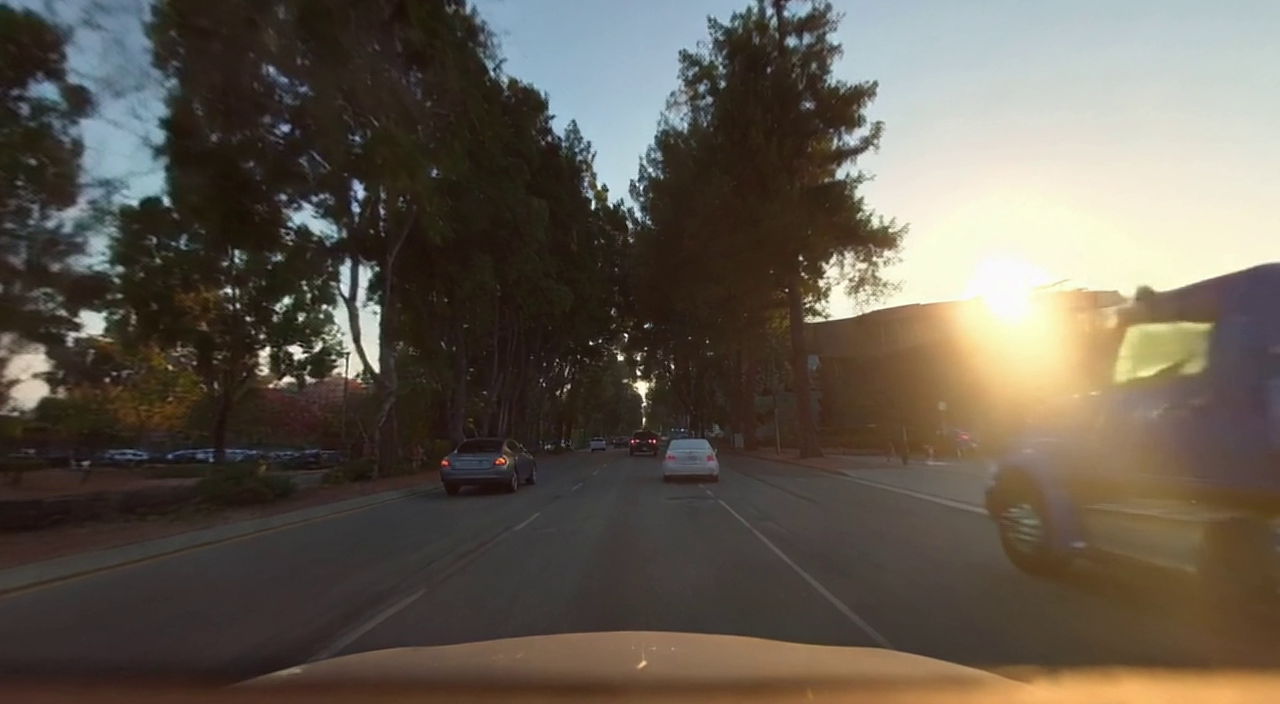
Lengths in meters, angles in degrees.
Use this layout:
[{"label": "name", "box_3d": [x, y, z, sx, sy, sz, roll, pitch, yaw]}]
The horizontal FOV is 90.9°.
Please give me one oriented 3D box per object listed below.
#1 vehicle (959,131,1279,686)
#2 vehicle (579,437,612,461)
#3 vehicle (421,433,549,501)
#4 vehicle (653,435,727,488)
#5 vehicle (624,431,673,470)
[{"label": "vehicle", "box_3d": [5.338, 0.211, 2.858, 3.089, 3.258, 8.841, -1, -8, 0]}, {"label": "vehicle", "box_3d": [-3.218, 7.180, 46.752, 2.062, 1.641, 4.193, 0, -8, 1]}, {"label": "vehicle", "box_3d": [-3.802, 2.908, 16.485, 2.003, 1.507, 4.808, 0, -8, 2]}, {"label": "vehicle", "box_3d": [1.587, 3.411, 20.008, 2.086, 1.466, 4.026, -1, -8, 4]}, {"label": "vehicle", "box_3d": [0.460, 4.886, 31.515, 2.289, 1.808, 4.033, 0, -8, 2]}]
